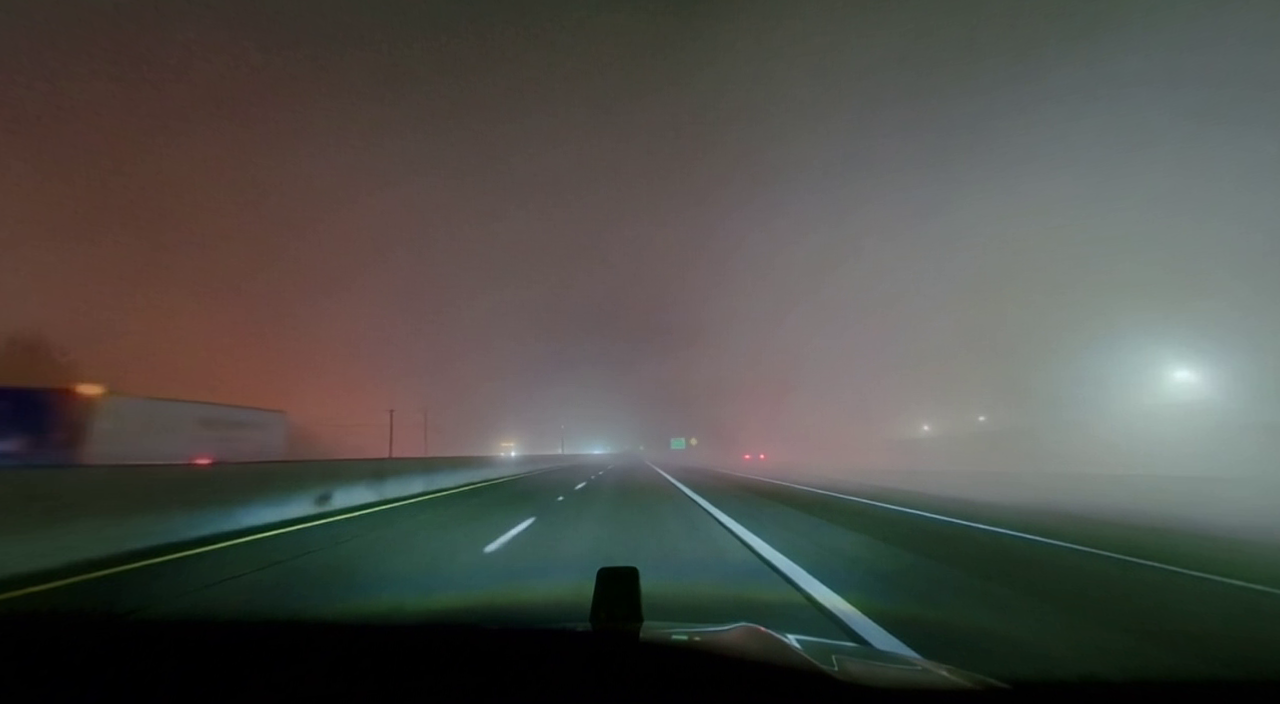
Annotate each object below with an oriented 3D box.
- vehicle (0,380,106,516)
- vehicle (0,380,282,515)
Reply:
[{"bbox_3d":[-20.332,2.917,19.019,2.942,3.931,5.873,0,-9,-1],"label":"vehicle"},{"bbox_3d":[-20.424,3.942,25.890,3.100,4.004,14.159,0,-9,-1],"label":"vehicle"}]
